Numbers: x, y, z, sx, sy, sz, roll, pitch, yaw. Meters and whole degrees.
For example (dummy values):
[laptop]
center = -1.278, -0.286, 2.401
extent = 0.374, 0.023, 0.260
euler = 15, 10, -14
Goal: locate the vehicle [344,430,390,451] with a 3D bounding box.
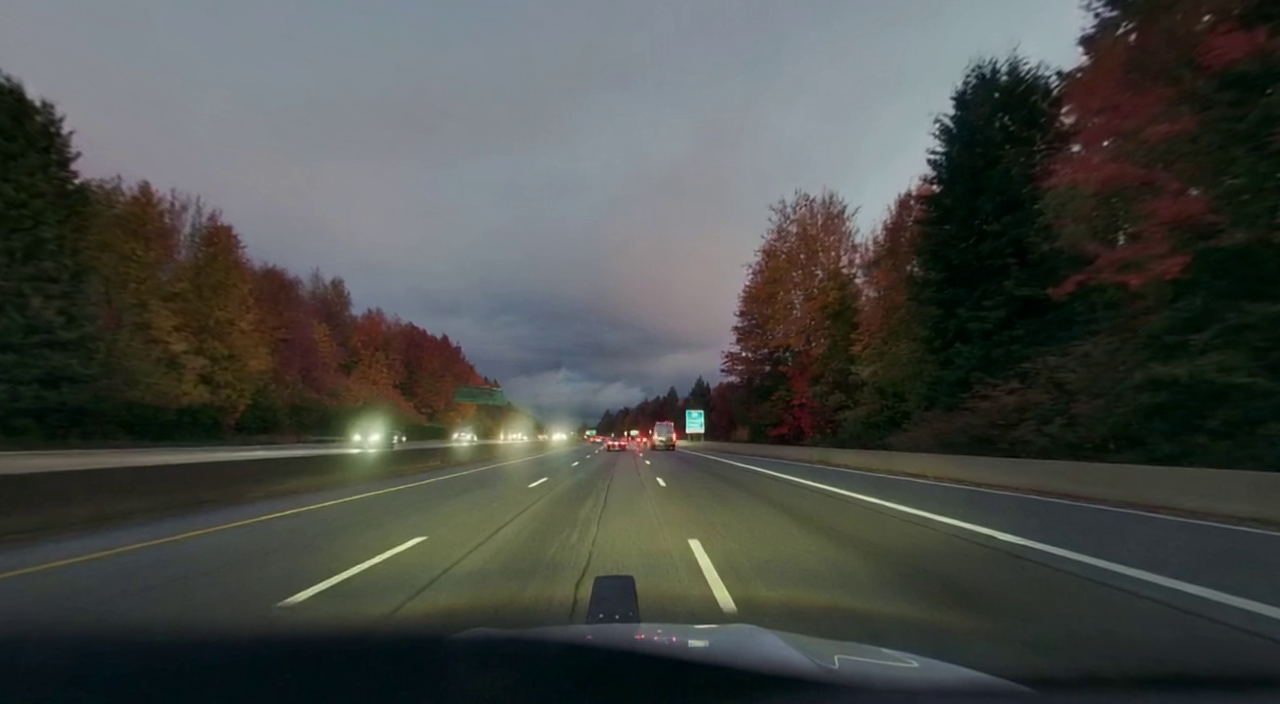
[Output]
[vehicle]
center = -20.011, 6.467, 46.206
extent = 1.706, 1.457, 3.739
euler = 0, -8, -1
